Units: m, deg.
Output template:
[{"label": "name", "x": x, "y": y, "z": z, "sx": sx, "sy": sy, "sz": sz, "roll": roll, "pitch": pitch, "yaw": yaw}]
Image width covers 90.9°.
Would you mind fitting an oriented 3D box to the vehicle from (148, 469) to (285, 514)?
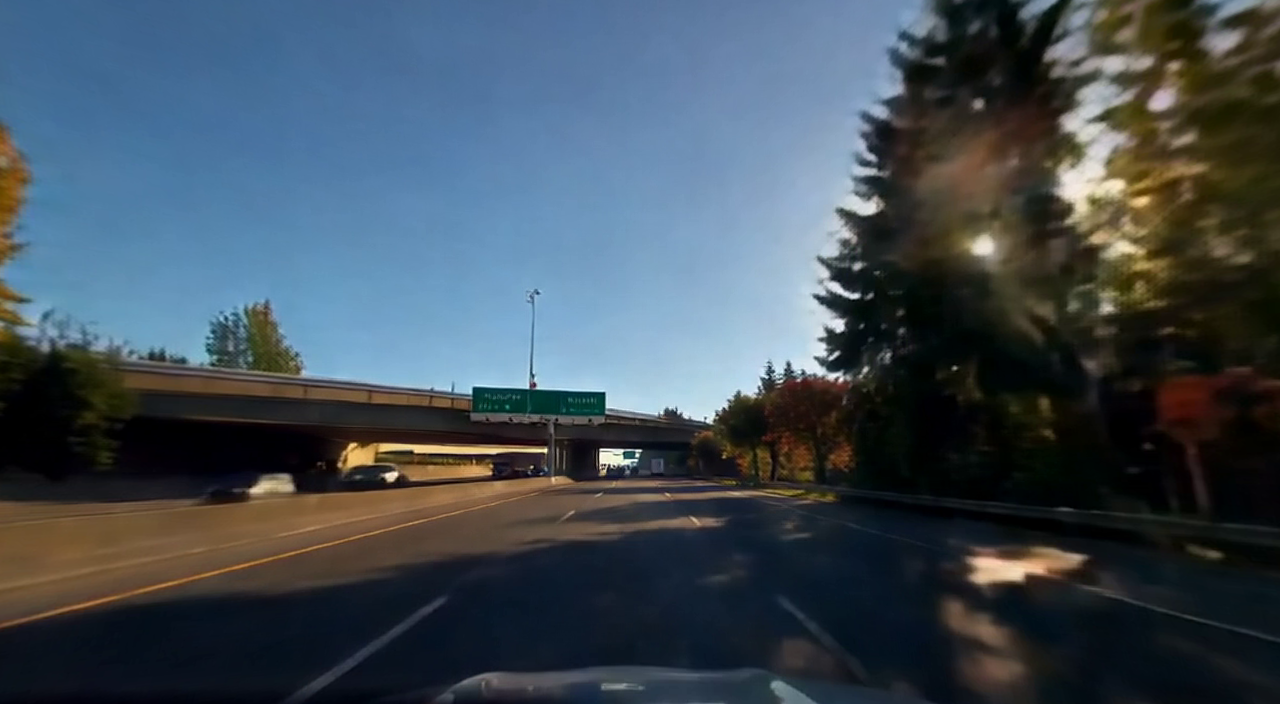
[{"label": "vehicle", "x": -16.229, "y": 5.348, "z": 24.503, "sx": 1.966, "sy": 1.490, "sz": 4.753, "roll": 1, "pitch": -10, "yaw": 0}]
